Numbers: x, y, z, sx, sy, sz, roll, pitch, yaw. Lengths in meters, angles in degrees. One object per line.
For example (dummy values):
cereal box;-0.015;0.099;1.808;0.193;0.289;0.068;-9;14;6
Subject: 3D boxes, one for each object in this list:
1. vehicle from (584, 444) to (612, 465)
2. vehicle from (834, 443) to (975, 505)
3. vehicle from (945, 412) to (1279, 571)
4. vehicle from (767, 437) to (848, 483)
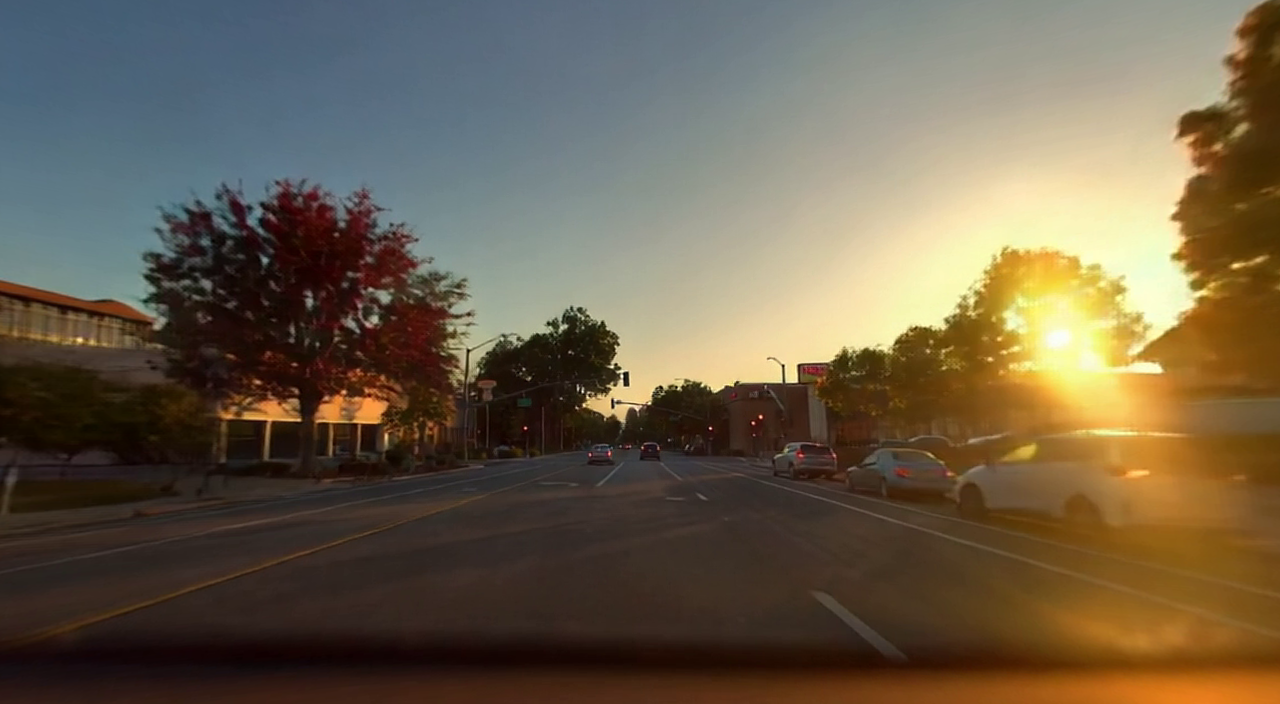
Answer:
vehicle;-3.221;7.957;49.320;1.915;1.553;3.846;0;-9;0
vehicle;7.173;3.329;17.798;1.922;1.473;4.738;0;-9;0
vehicle;7.186;2.038;10.018;2.088;1.848;4.936;0;-9;-2
vehicle;7.246;4.725;27.953;2.132;1.793;5.003;0;-9;-1
